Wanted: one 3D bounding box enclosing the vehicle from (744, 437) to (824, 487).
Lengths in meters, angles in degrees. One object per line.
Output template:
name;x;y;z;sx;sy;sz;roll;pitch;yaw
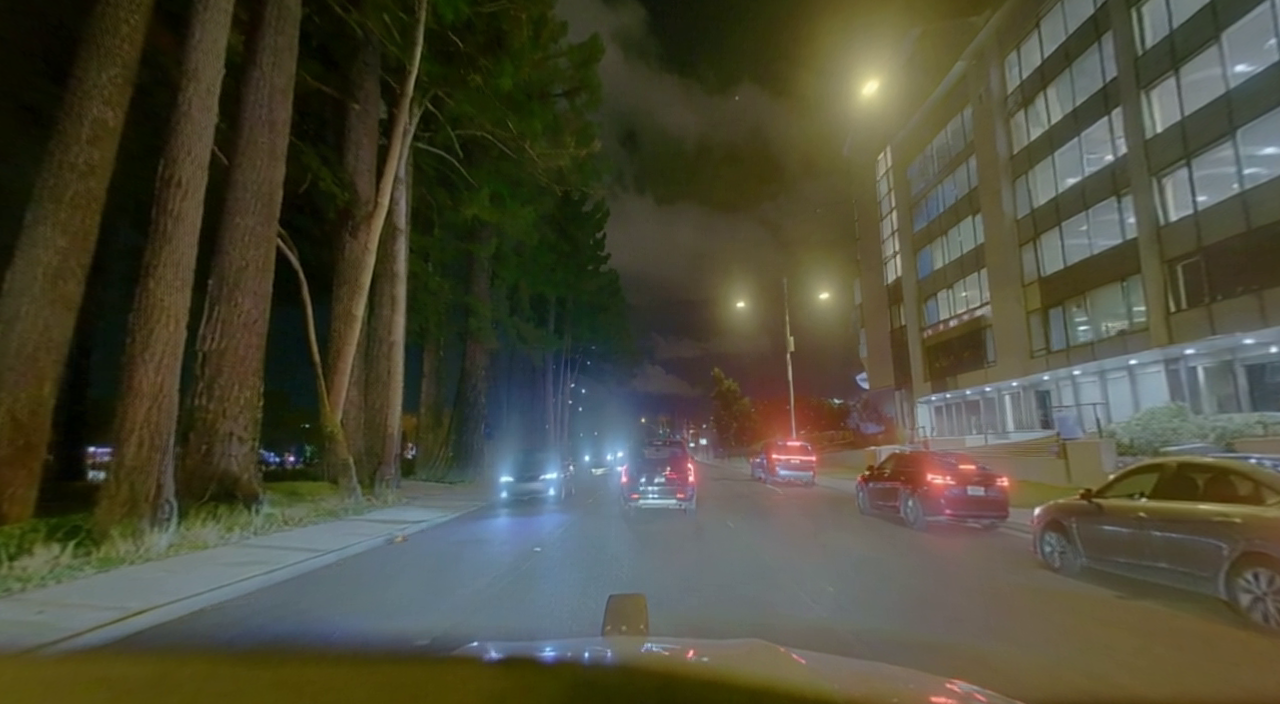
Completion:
vehicle;5.664;4.388;25.405;2.059;1.813;4.637;0;-9;-1

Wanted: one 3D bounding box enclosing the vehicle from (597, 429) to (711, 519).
vehicle;0.293;2.564;13.686;2.105;1.653;3.887;0;-9;1

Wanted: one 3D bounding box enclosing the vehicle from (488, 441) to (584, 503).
vehicle;-2.779;3.315;17.854;1.979;1.534;4.076;0;-9;1

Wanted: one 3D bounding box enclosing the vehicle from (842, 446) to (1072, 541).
vehicle;5.678;2.552;12.193;1.852;1.452;4.852;0;-9;-1

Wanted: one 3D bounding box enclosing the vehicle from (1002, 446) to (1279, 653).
vehicle;5.532;1.591;5.646;1.809;1.478;4.623;0;-9;0
